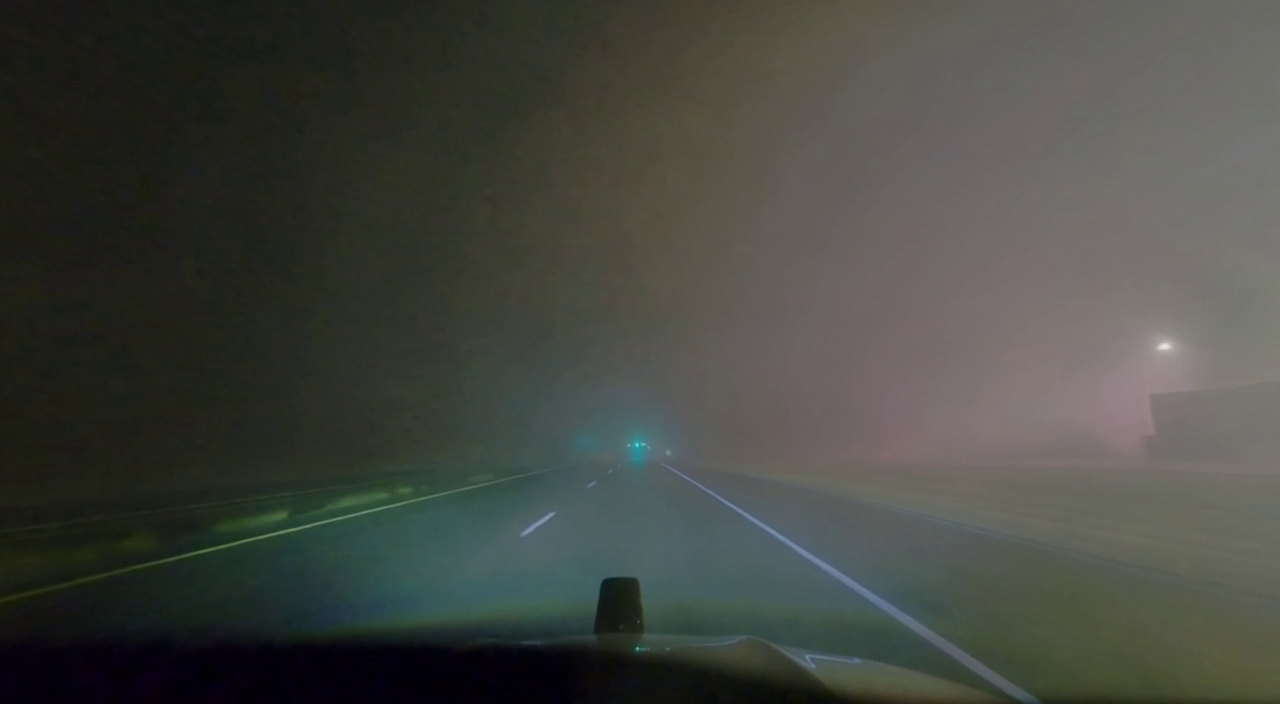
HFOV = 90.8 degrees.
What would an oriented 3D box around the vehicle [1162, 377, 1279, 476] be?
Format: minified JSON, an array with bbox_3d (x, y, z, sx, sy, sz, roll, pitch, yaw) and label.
[{"bbox_3d":[28.467,2.796,24.417,2.939,4.075,14.109,1,-9,-8],"label":"vehicle"}]
